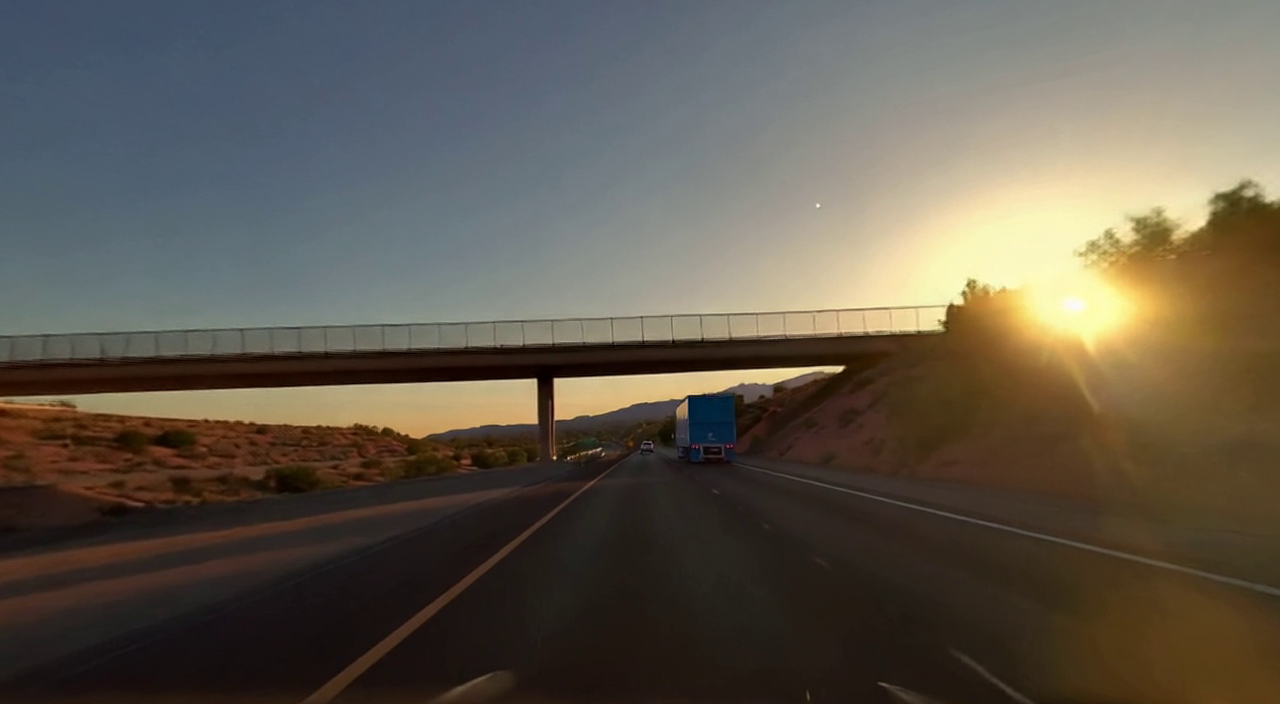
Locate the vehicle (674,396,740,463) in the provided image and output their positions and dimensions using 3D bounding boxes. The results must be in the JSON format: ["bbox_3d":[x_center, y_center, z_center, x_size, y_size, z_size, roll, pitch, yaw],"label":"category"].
[{"bbox_3d":[4.154,5.203,41.583,3.024,3.834,10.128,0,-8,-1],"label":"vehicle"}]
